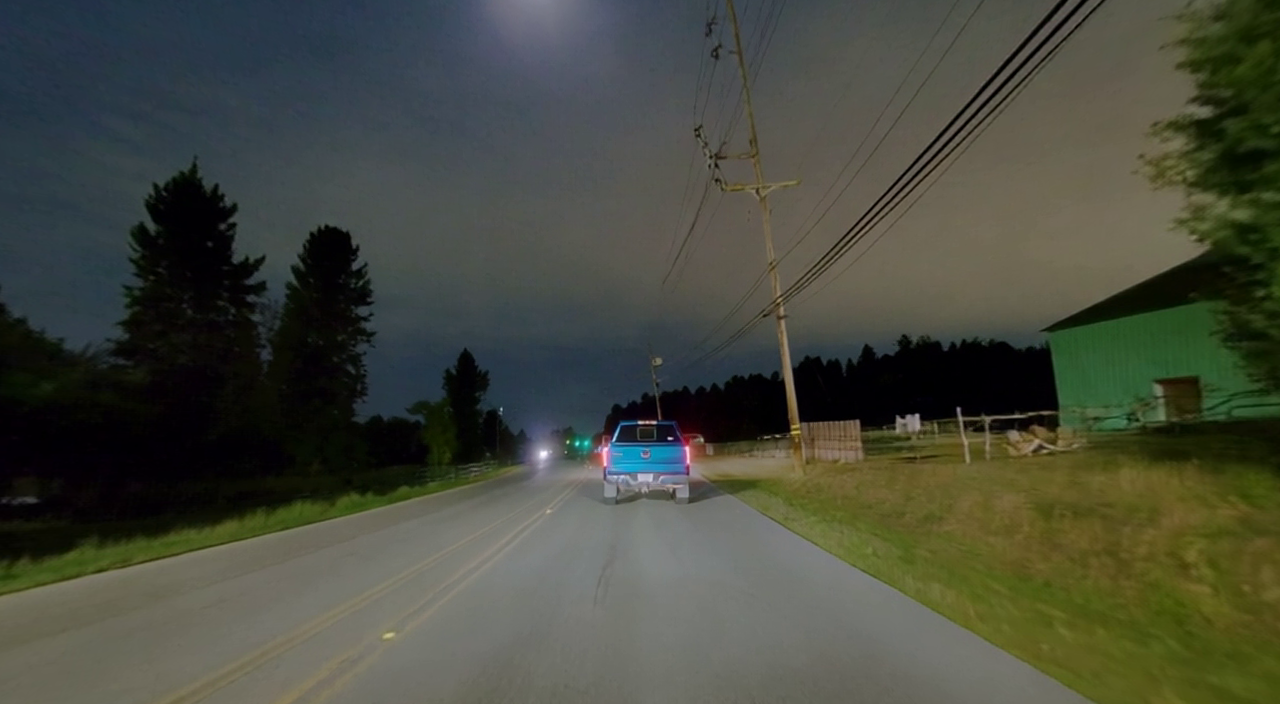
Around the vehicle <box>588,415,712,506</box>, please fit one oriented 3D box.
[{"bbox_3d":[0.111,2.811,16.888,2.693,1.941,6.356,0,-8,-2],"label":"vehicle"}]
